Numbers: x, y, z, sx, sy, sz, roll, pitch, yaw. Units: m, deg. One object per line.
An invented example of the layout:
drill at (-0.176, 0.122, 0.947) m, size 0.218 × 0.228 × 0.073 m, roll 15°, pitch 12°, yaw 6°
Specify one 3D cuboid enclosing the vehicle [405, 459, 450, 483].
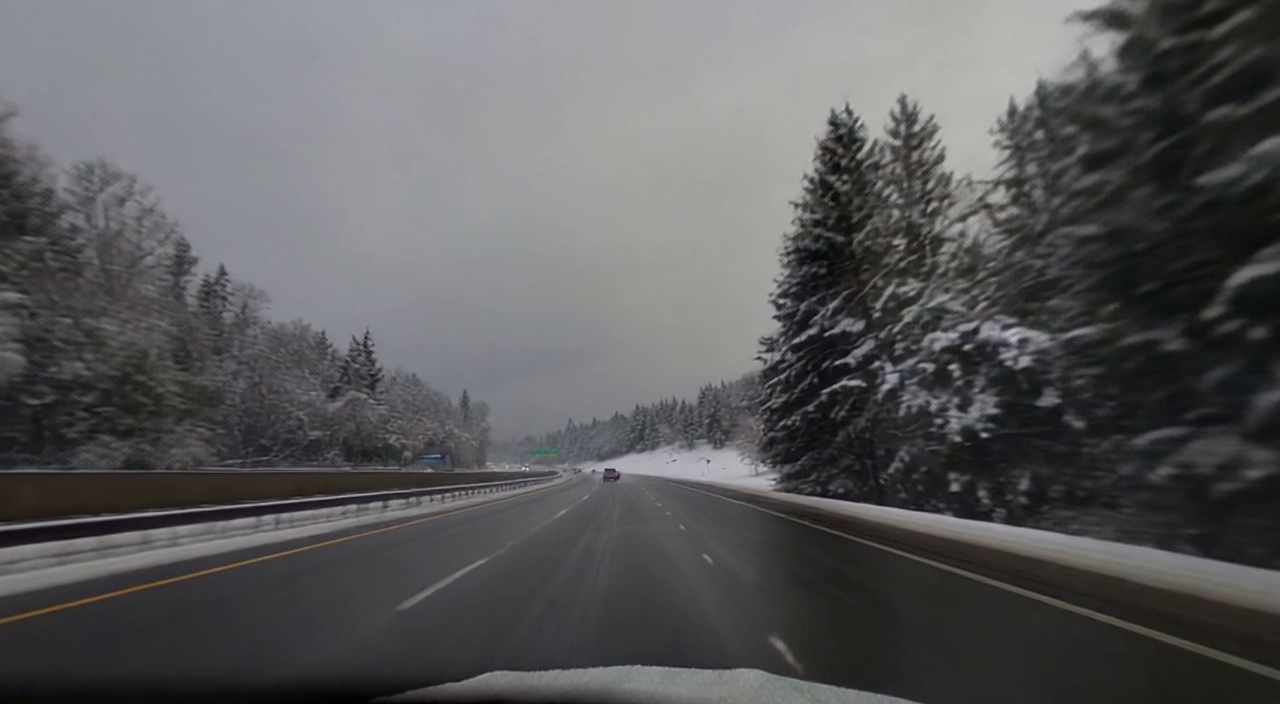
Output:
vehicle at (-14.767, 8.321, 44.003) m, size 1.805 × 1.522 × 3.979 m, roll 1°, pitch -11°, yaw -1°
